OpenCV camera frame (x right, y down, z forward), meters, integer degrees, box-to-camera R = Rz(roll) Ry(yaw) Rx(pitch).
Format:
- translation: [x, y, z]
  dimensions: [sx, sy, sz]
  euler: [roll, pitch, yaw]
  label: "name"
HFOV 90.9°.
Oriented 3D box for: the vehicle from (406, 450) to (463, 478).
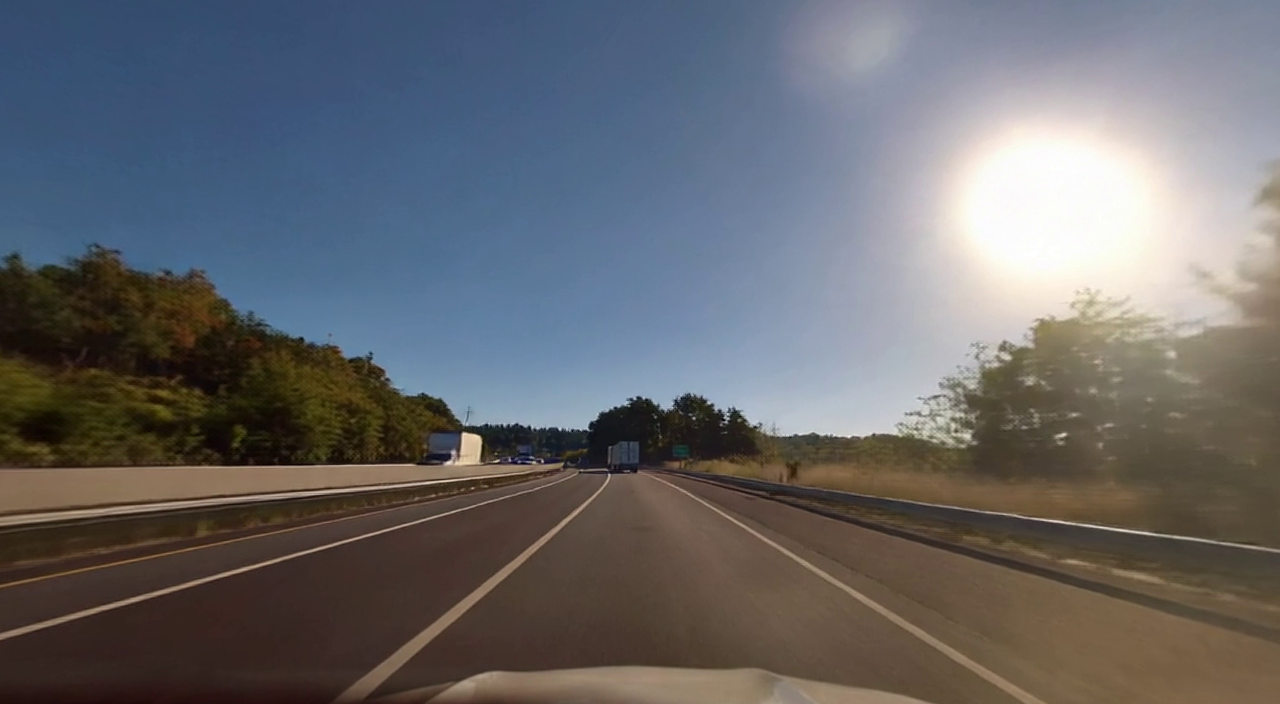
- translation: [-12.831, 7.047, 39.570]
  dimensions: [2.138, 1.620, 4.328]
  euler: [1, -10, -1]
  label: "vehicle"
